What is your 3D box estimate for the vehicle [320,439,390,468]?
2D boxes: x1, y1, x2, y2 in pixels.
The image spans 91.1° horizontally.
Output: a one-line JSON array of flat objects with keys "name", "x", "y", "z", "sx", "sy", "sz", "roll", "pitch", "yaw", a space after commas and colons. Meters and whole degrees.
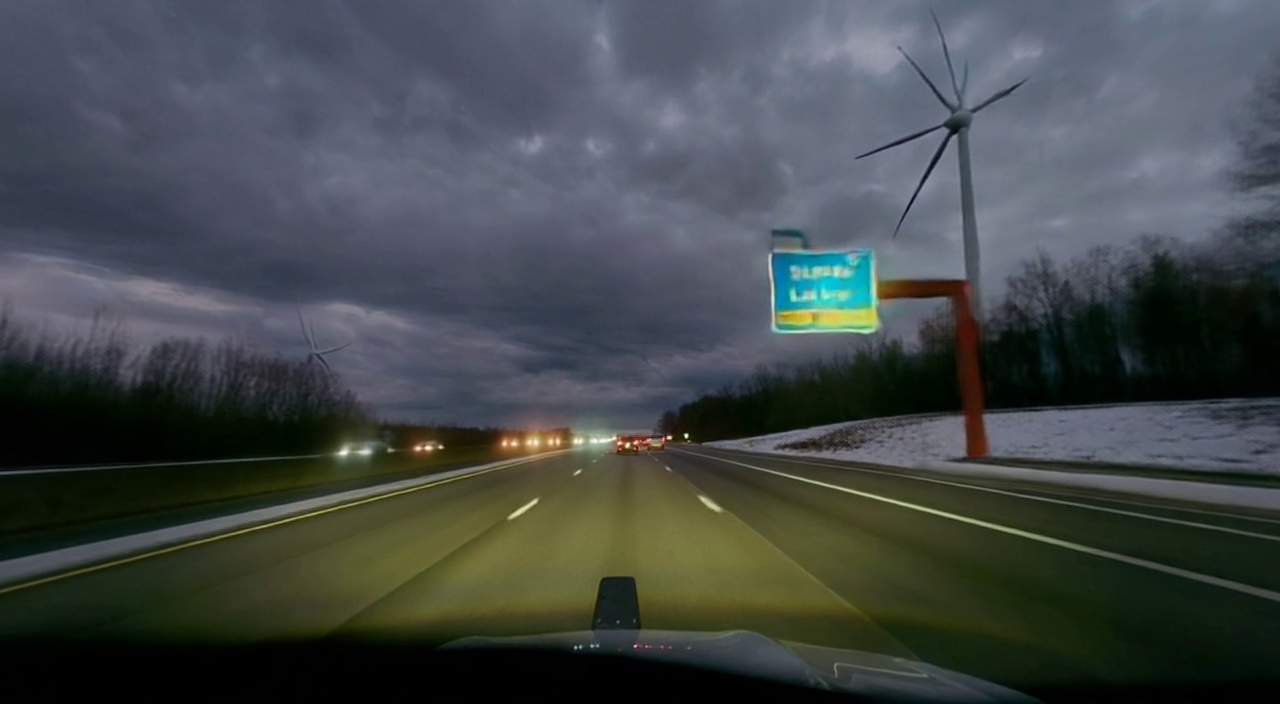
[{"name": "vehicle", "x": -16.580, "y": 5.891, "z": 36.861, "sx": 1.917, "sy": 1.534, "sz": 4.822, "roll": 0, "pitch": -8, "yaw": 0}]

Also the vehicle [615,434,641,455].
[{"name": "vehicle", "x": -0.916, "y": 6.945, "z": 47.325, "sx": 1.892, "sy": 1.496, "sz": 3.575, "roll": 0, "pitch": -8, "yaw": -2}]
